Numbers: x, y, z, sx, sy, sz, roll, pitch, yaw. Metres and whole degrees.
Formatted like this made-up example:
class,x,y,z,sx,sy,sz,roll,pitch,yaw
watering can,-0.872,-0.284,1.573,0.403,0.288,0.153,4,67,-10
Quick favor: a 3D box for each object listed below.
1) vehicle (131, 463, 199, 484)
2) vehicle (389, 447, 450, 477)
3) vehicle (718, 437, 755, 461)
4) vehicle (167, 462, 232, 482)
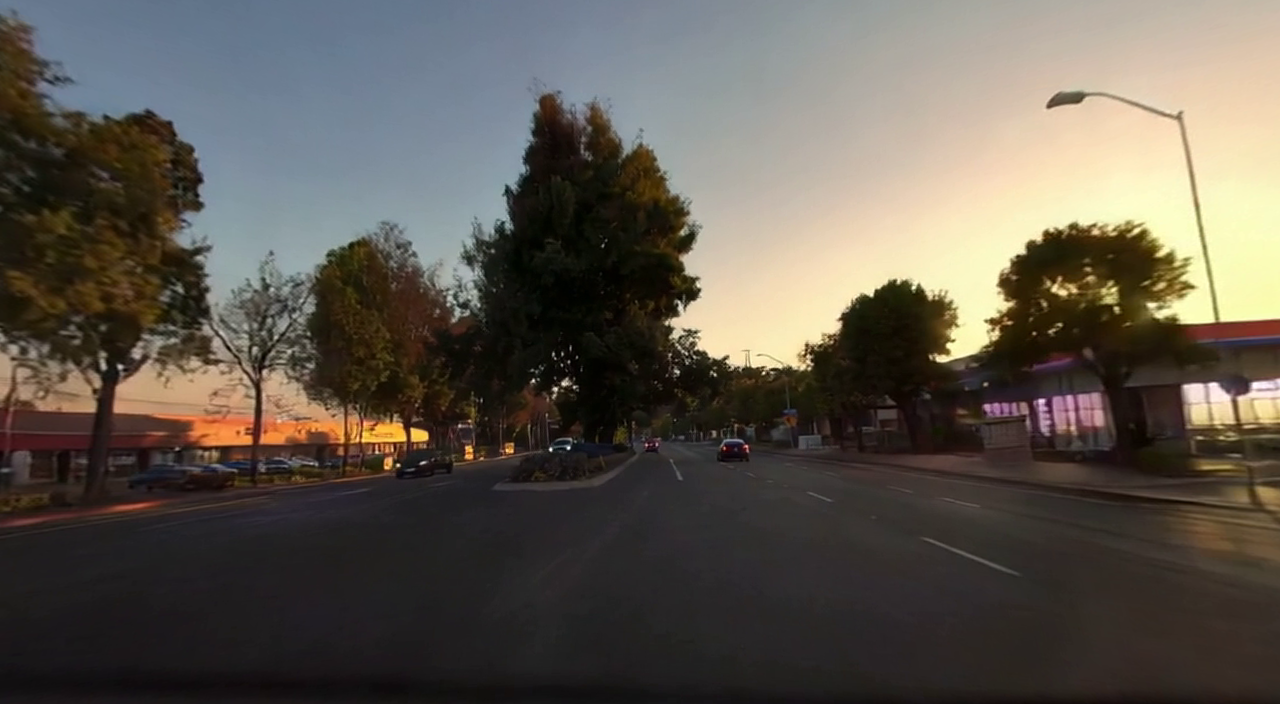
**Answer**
class,x,y,z,sx,sy,sz,roll,pitch,yaw
vehicle,-34.994,8.953,46.587,3.653,1.445,1.657,0,-9,0
vehicle,-13.553,6.750,39.085,1.938,1.743,4.310,-1,-9,4
vehicle,6.918,7.016,45.533,1.957,1.643,4.226,0,-9,0
vehicle,-33.956,9.233,48.756,3.780,1.444,1.678,0,-8,2
